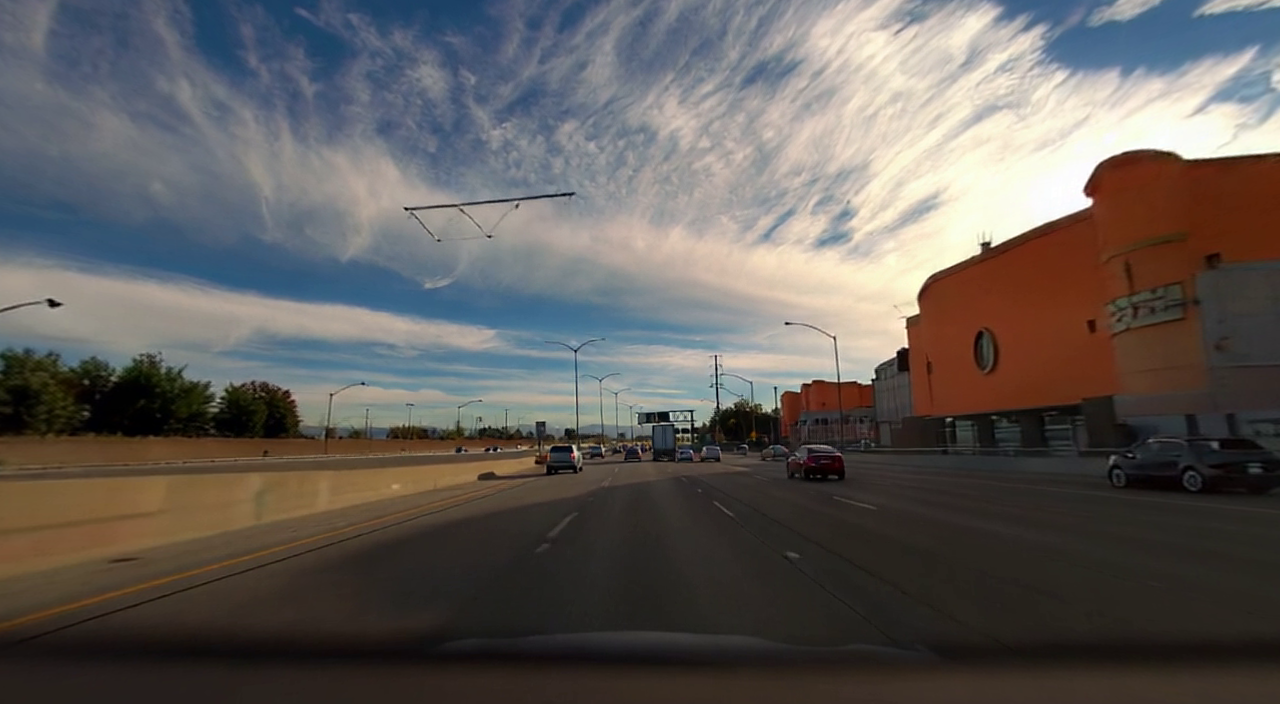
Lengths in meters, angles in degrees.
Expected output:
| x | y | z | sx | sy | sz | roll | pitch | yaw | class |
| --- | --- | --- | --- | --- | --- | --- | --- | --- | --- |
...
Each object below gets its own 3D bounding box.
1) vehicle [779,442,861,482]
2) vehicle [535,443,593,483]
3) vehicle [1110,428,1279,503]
| x | y | z | sx | sy | sz | roll | pitch | yaw | class |
| --- | --- | --- | --- | --- | --- | --- | --- | --- | --- |
| 7.321 | 4.491 | 26.076 | 1.980 | 1.501 | 4.433 | 0 | -8 | -2 | vehicle |
| -3.058 | 4.541 | 26.137 | 1.929 | 1.521 | 4.097 | 0 | -8 | 0 | vehicle |
| 15.934 | 3.083 | 17.462 | 2.201 | 1.785 | 4.399 | 1 | -9 | -3 | vehicle |
